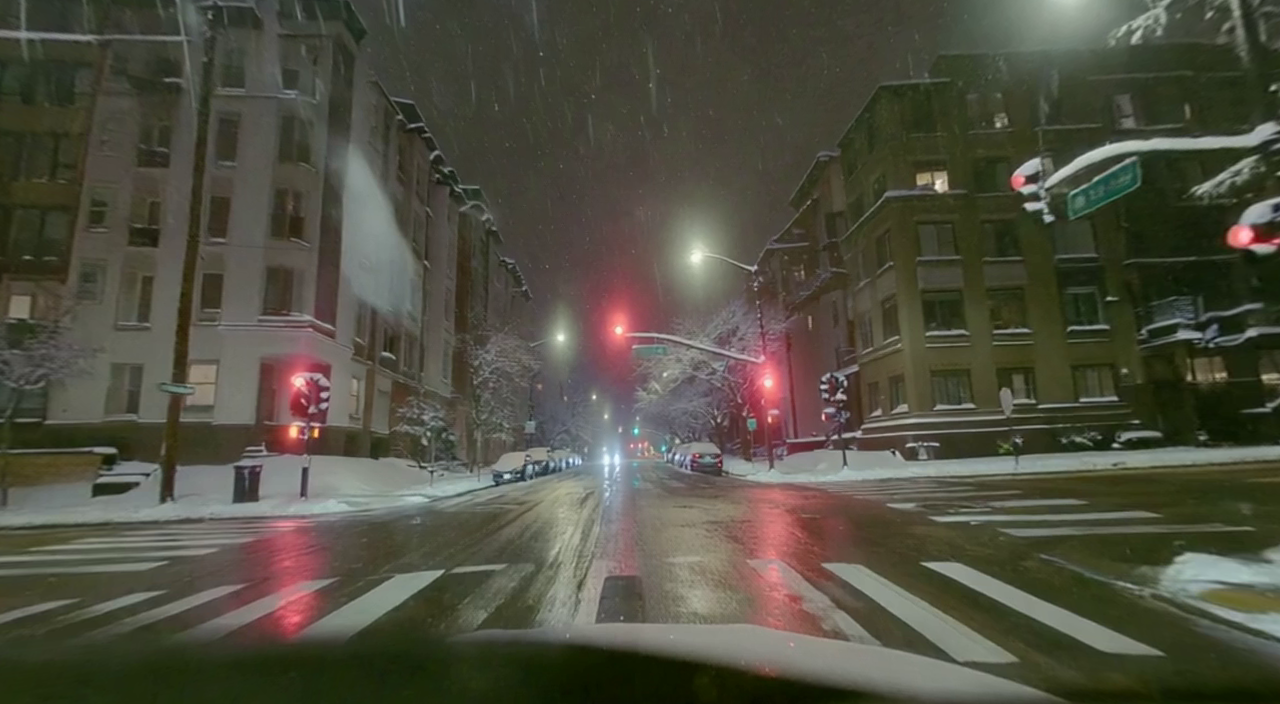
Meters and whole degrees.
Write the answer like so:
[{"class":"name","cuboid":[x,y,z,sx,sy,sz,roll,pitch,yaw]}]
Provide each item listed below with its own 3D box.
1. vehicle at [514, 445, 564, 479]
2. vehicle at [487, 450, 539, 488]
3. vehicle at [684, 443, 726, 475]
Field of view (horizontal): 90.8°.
[{"class":"vehicle","cuboid":[-6.454,7.052,40.776,2.175,1.849,4.725,-4,-8,2]},{"class":"vehicle","cuboid":[-6.701,6.184,33.746,1.763,1.612,4.462,-8,-8,-1]},{"class":"vehicle","cuboid":[3.579,5.964,35.553,1.924,1.657,4.665,0,-8,0]}]
